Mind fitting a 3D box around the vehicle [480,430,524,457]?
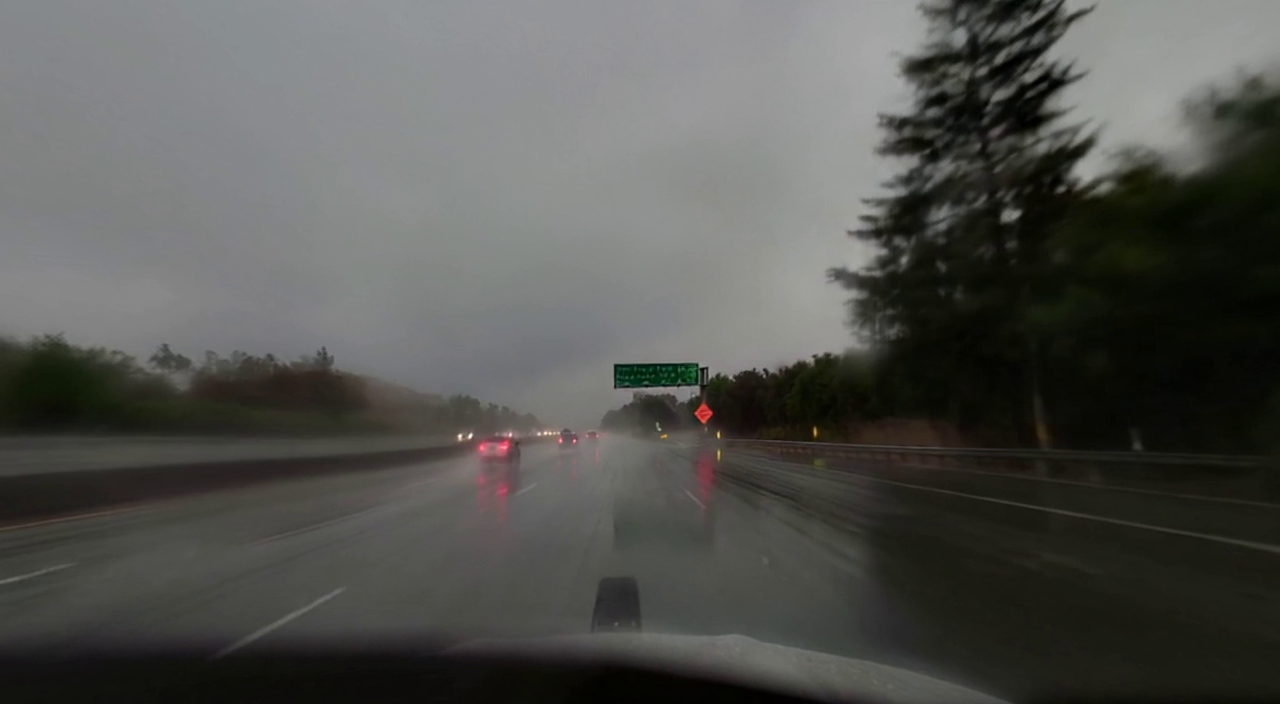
[{"bbox_3d":[-8.829,5.895,40.699,1.965,1.605,4.115,0,-8,-1],"label":"vehicle"}]
